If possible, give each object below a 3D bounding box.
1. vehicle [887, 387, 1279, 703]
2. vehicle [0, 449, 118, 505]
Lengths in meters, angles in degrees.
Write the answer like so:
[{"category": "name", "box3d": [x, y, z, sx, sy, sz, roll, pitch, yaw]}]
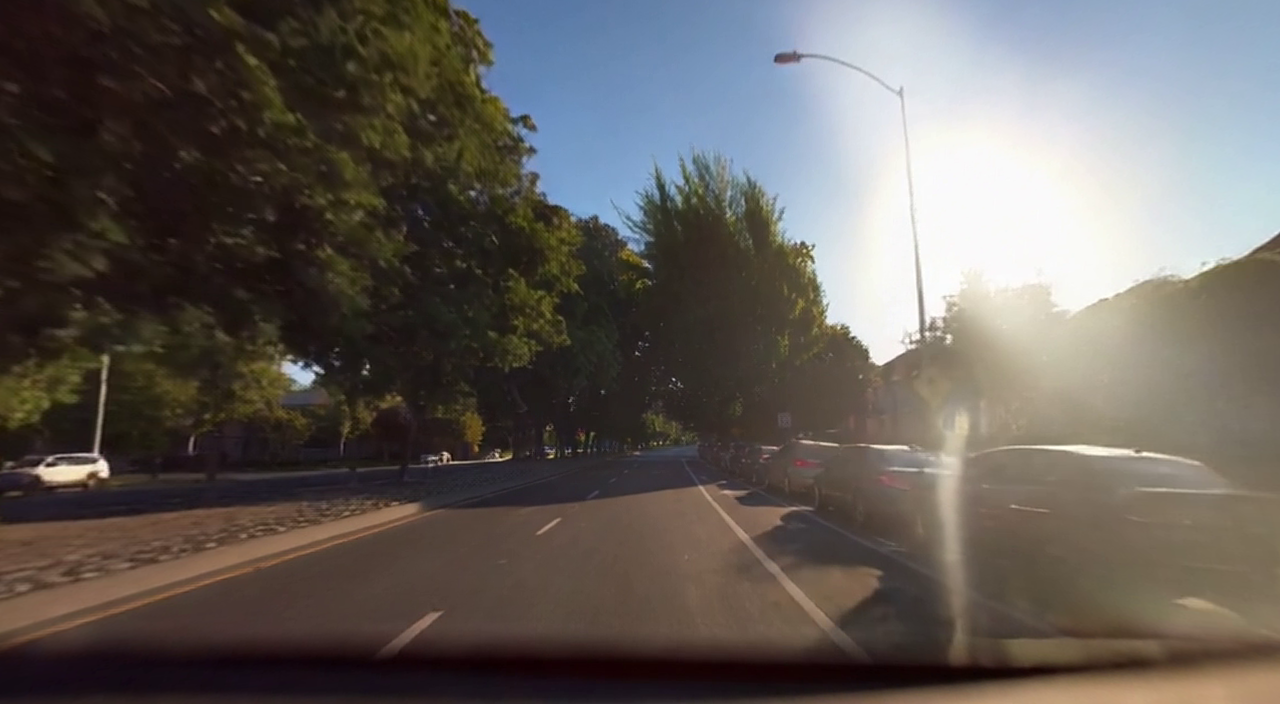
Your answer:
[{"category": "vehicle", "box3d": [4.118, 1.345, 5.576, 1.957, 1.657, 4.452, 0, -9, -2]}, {"category": "vehicle", "box3d": [-23.128, 4.704, 24.134, 2.171, 1.745, 4.867, -2, -7, 1]}]
